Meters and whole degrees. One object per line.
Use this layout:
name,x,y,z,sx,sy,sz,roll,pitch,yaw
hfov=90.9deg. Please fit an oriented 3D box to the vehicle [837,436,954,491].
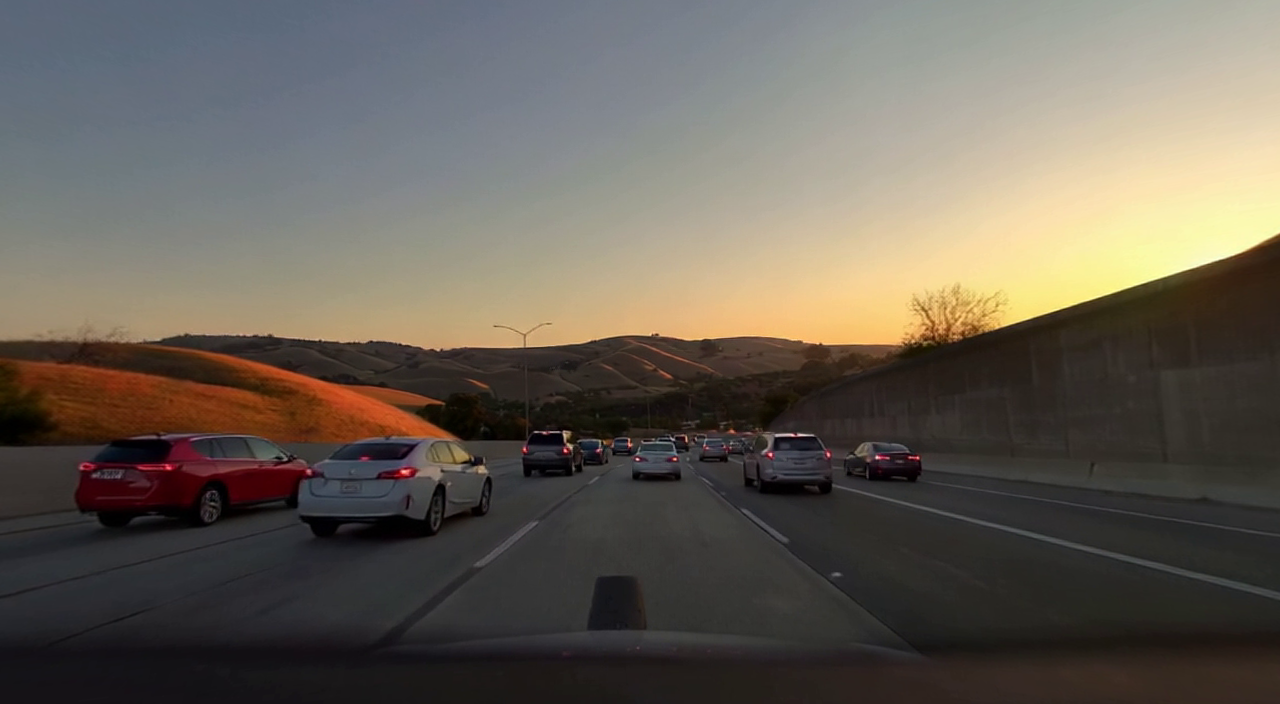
vehicle,7.502,3.284,19.006,1.846,1.469,4.166,0,-8,1

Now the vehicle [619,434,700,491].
vehicle,0.562,3.205,18.654,2.105,1.471,4.349,0,-8,2

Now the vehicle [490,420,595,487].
vehicle,-2.994,3.304,20.789,2.301,1.902,5.374,-1,-8,3

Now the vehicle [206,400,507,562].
vehicle,-3.524,1.706,9.054,2.179,1.723,4.410,0,-8,1

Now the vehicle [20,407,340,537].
vehicle,-7.667,2.040,11.357,2.017,1.810,4.782,0,-8,2

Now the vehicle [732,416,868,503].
vehicle,3.595,2.522,15.167,2.046,1.765,4.534,0,-8,0
